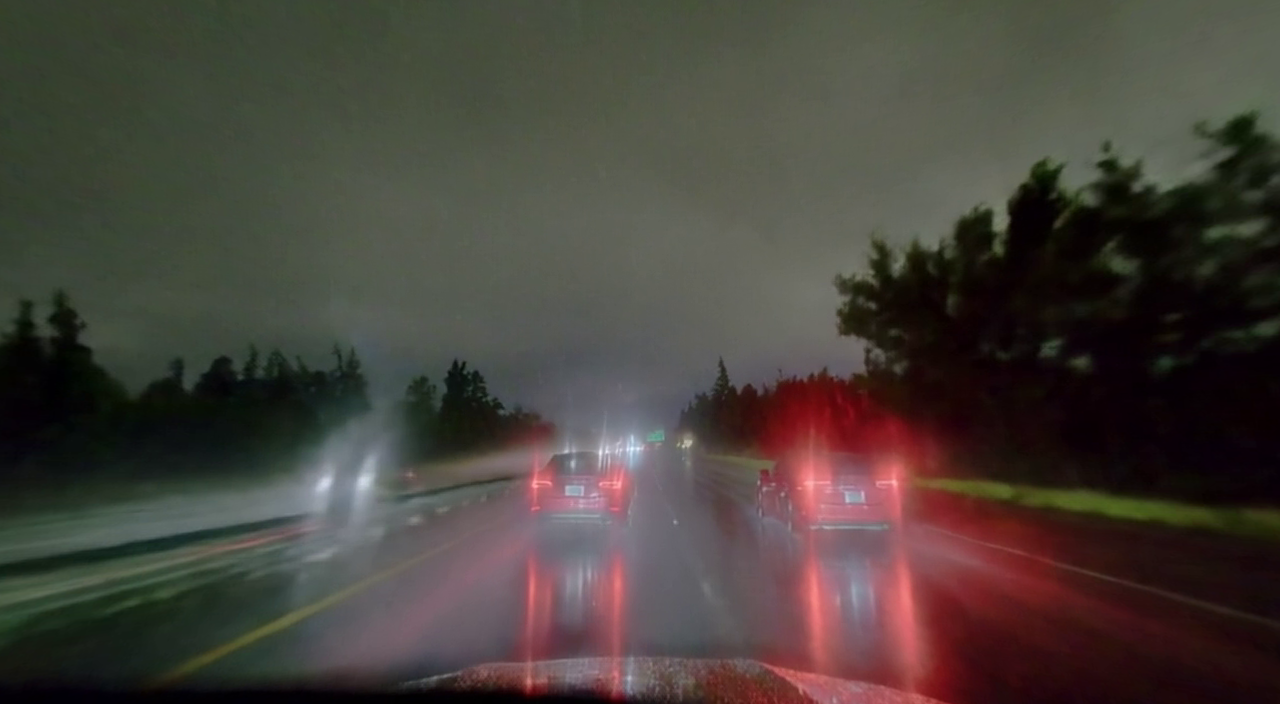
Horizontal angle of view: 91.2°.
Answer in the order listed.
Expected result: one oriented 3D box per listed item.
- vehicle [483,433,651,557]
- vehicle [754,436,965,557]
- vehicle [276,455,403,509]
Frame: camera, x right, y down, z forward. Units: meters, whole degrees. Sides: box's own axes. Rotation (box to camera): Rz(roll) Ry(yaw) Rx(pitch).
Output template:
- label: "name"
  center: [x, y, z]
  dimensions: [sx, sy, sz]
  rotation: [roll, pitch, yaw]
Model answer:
- label: "vehicle"
  center: [-0.902, 2.153, 10.147]
  dimensions: [2.083, 1.548, 4.251]
  rotation: [-1, -9, 2]
- label: "vehicle"
  center: [3.198, 2.179, 10.150]
  dimensions: [2.021, 1.533, 4.014]
  rotation: [-1, -9, 2]
- label: "vehicle"
  center: [-9.660, 4.171, 20.575]
  dimensions: [1.937, 1.521, 4.208]
  rotation: [-1, -9, 2]
